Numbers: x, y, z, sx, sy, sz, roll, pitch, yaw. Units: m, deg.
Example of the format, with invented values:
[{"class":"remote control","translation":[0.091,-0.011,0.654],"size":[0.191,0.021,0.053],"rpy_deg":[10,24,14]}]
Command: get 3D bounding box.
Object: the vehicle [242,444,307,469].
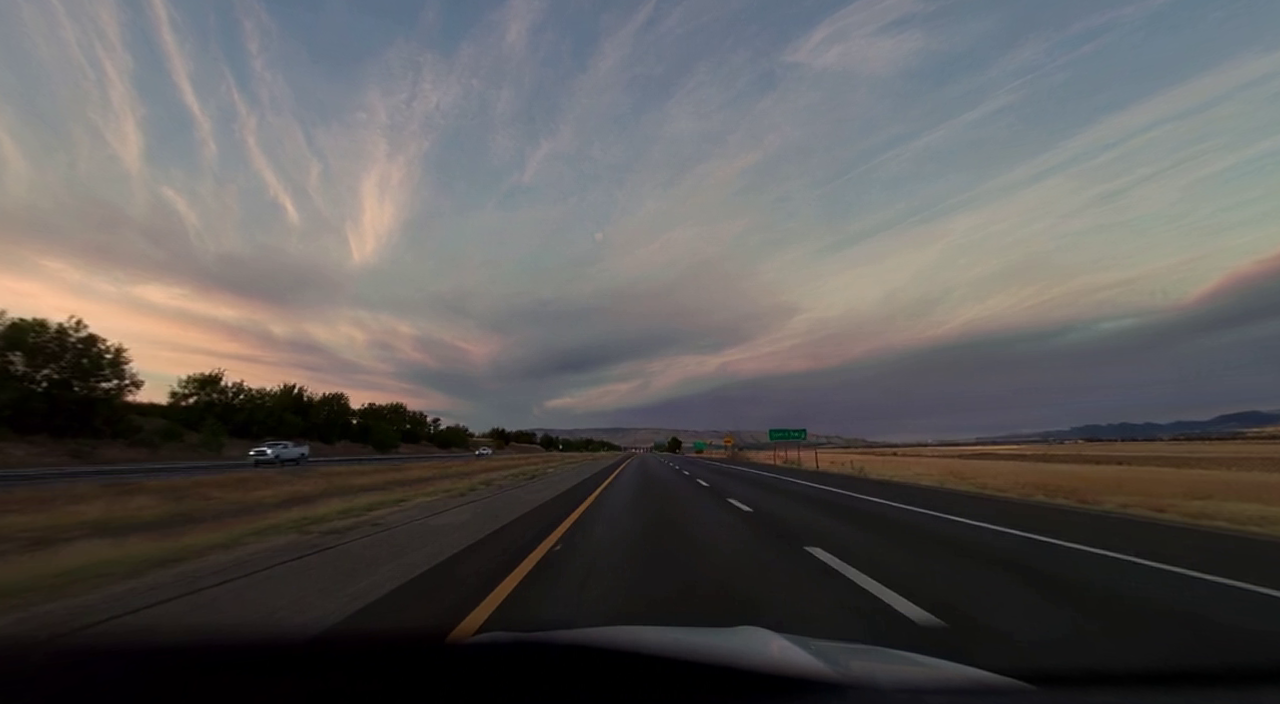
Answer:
[{"class":"vehicle","translation":[-28.672,8.183,49.459],"size":[2.297,1.831,4.697],"rpy_deg":[0,-8,0]}]
